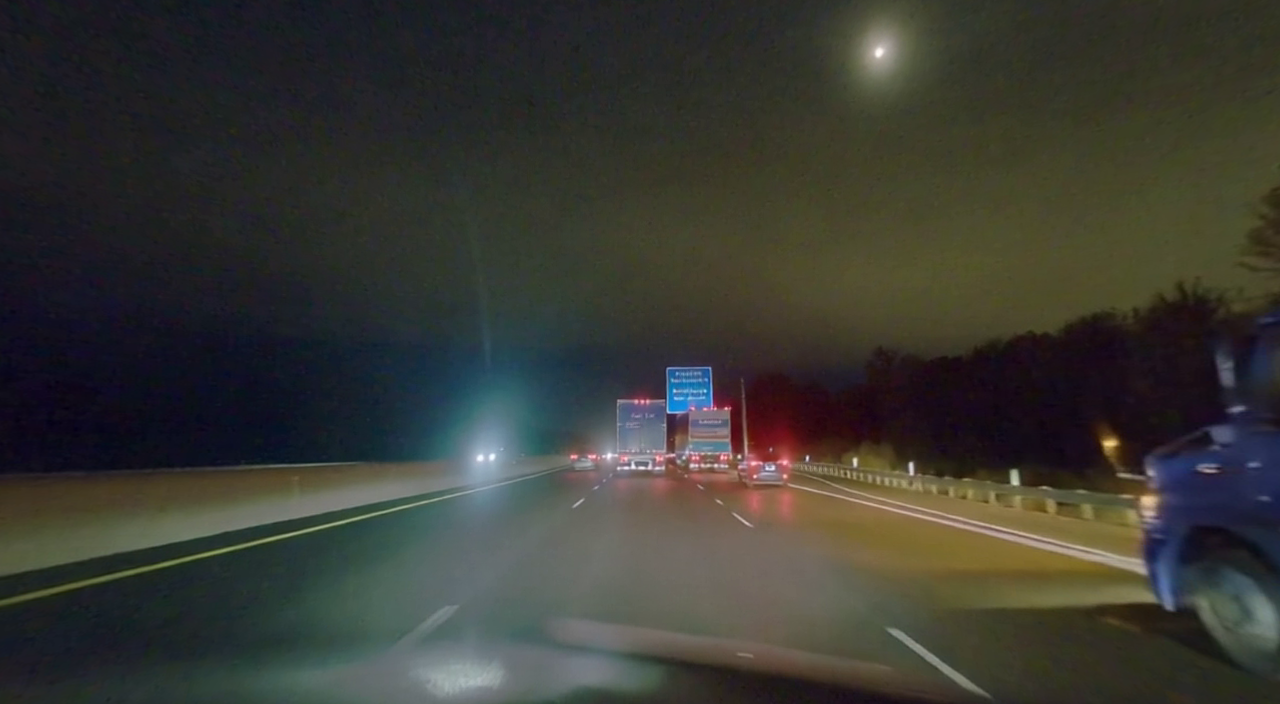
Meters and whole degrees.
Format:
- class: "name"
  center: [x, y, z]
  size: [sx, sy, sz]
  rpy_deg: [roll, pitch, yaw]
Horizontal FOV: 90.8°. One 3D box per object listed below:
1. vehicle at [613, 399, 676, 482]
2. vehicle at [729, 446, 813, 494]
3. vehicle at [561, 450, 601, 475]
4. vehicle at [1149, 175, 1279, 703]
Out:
- class: "vehicle"
  center: [0.184, 4.839, 34.072]
  size: [2.864, 3.805, 9.709]
  rpy_deg: [0, -9, 0]
- class: "vehicle"
  center: [4.559, 4.175, 22.792]
  size: [2.086, 1.530, 4.808]
  rpy_deg: [0, -9, 1]
- class: "vehicle"
  center: [-3.598, 6.828, 39.277]
  size: [2.067, 1.452, 4.085]
  rpy_deg: [0, -9, 1]
- class: "vehicle"
  center: [4.272, 0.124, 0.547]
  size: [2.636, 2.599, 5.956]
  rpy_deg: [0, -9, 1]
